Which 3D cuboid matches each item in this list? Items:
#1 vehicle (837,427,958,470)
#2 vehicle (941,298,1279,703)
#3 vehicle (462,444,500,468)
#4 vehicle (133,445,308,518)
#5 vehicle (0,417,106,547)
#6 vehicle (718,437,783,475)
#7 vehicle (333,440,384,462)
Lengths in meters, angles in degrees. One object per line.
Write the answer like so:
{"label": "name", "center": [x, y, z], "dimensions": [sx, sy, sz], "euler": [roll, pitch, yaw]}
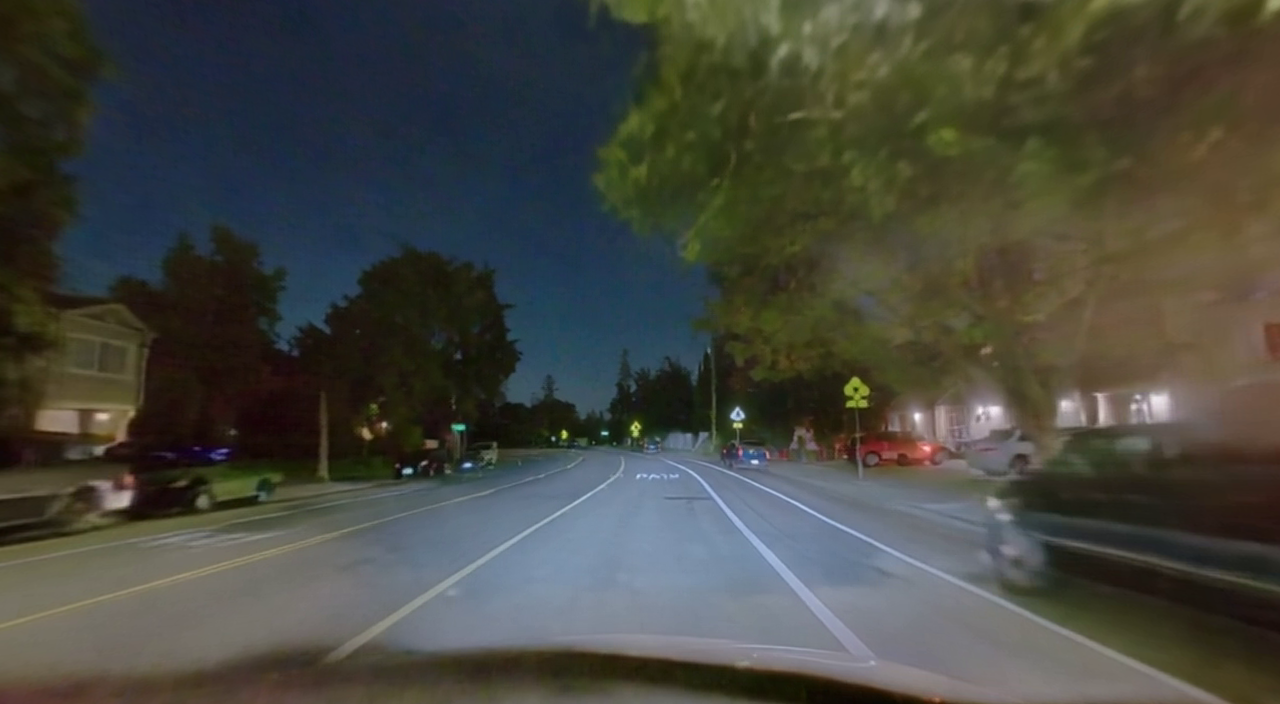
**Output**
{"label": "vehicle", "center": [12.375, 4.646, 30.436], "dimensions": [4.882, 1.766, 2.040], "euler": [-2, -8, -2]}
{"label": "vehicle", "center": [4.520, 0.934, 3.607], "dimensions": [2.574, 2.156, 6.672], "euler": [3, -8, 2]}
{"label": "vehicle", "center": [-11.961, 7.825, 47.600], "dimensions": [2.292, 1.499, 4.661], "euler": [-3, -8, -9]}
{"label": "vehicle", "center": [-10.934, 3.417, 16.856], "dimensions": [1.967, 1.488, 4.216], "euler": [-5, -10, -3]}
{"label": "vehicle", "center": [-11.158, 1.995, 8.944], "dimensions": [2.450, 1.998, 5.367], "euler": [-5, -9, 1]}
{"label": "vehicle", "center": [5.794, 5.511, 33.875], "dimensions": [1.954, 1.732, 6.409], "euler": [3, -8, -3]}
{"label": "vehicle", "center": [-19.701, 6.937, 44.265], "dimensions": [1.942, 1.464, 4.537], "euler": [1, -9, -7]}
